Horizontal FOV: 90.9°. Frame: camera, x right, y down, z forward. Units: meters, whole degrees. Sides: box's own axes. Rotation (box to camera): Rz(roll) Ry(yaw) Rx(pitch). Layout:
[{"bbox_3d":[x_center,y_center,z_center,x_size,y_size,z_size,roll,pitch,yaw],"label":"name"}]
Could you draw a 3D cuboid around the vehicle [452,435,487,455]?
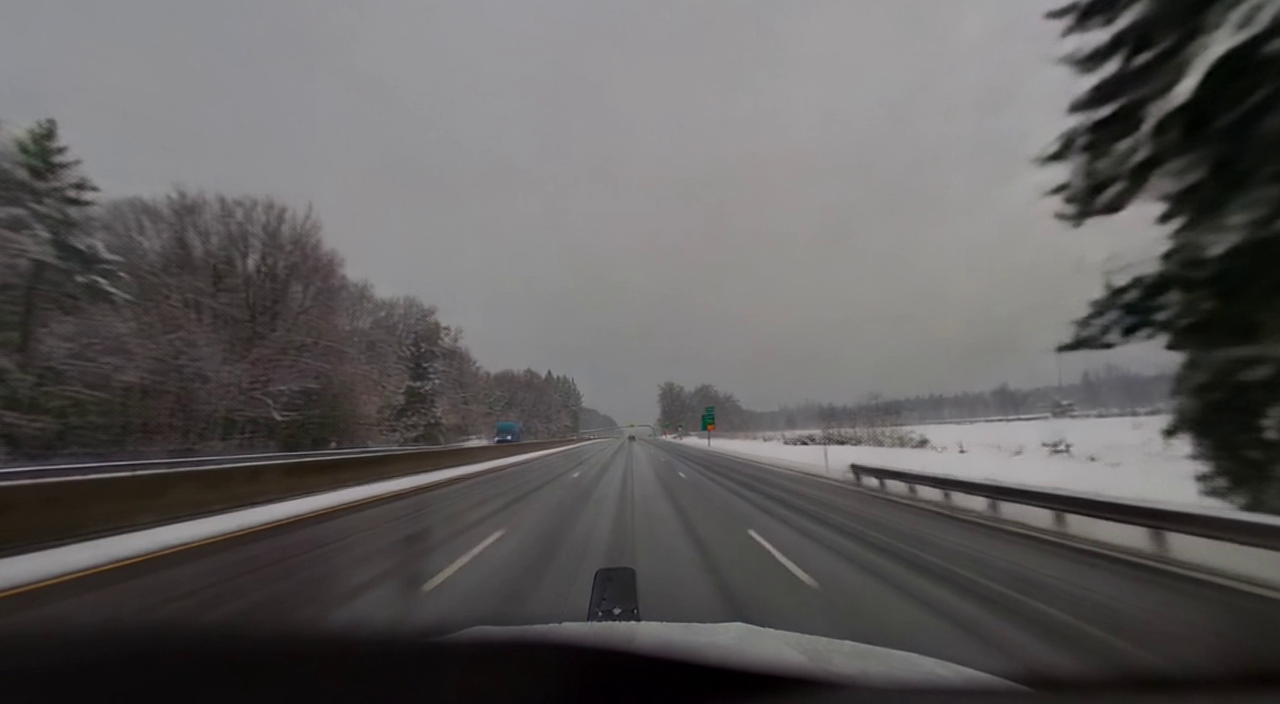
[{"bbox_3d":[-12.828,6.968,47.477,1.671,1.412,3.718,1,-8,-1],"label":"vehicle"}]
